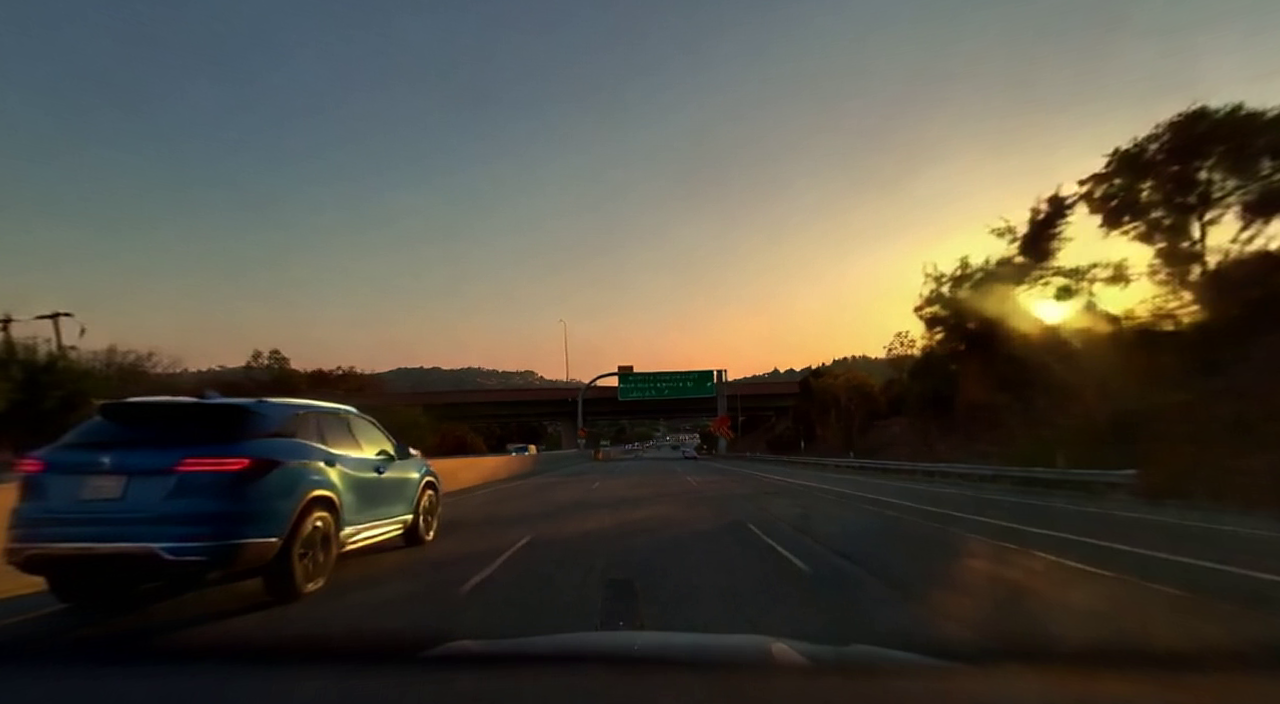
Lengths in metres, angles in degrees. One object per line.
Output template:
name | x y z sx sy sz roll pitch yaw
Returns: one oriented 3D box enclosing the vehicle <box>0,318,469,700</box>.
vehicle | -3.749 1.201 6.132 2.431 1.928 5.760 0 -9 1
